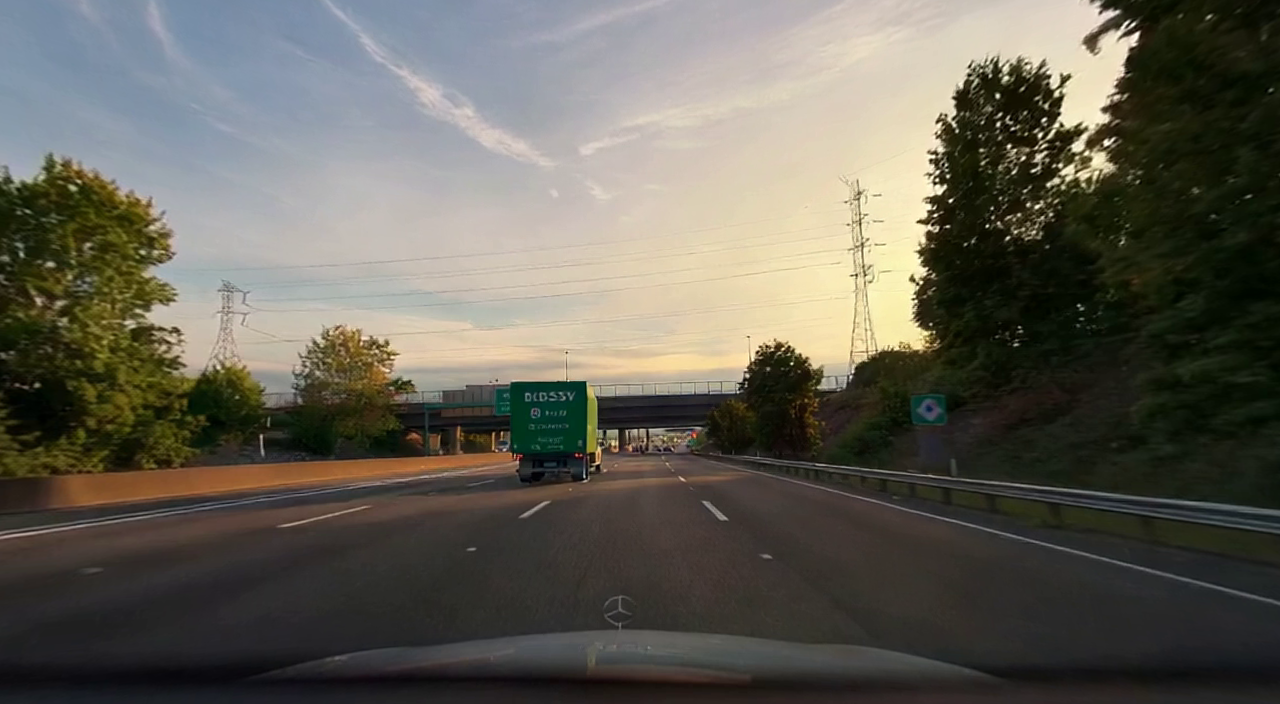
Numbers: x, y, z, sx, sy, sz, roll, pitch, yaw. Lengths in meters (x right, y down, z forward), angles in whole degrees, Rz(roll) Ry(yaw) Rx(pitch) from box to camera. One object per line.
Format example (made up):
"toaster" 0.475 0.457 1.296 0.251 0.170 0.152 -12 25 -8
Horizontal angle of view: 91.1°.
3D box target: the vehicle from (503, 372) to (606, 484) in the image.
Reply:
"vehicle" -3.434 3.703 29.169 3.025 4.002 12.709 0 -9 0
